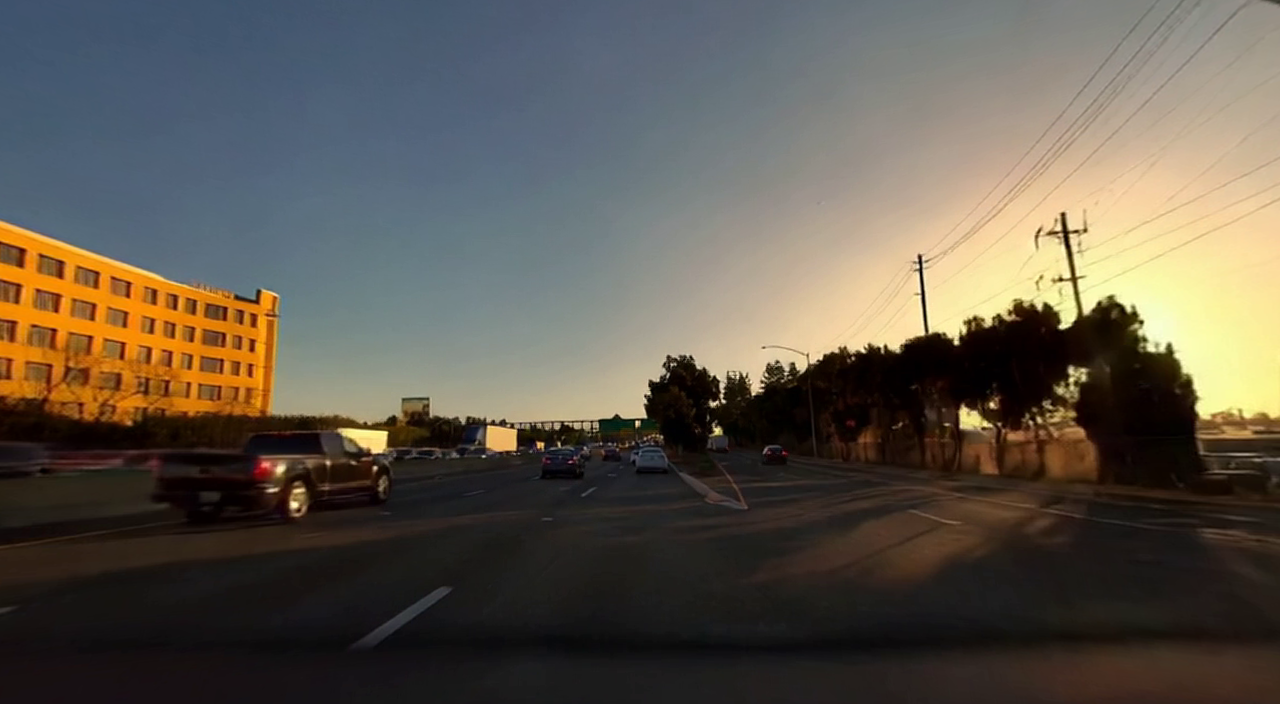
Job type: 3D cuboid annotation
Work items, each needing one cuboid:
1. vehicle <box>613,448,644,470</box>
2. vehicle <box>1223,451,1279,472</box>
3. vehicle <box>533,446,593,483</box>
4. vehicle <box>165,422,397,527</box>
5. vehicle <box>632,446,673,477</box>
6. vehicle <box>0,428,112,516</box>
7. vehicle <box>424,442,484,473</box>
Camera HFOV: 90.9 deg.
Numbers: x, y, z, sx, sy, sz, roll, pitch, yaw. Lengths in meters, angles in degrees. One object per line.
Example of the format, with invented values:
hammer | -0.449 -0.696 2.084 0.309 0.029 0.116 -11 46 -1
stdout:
vehicle | -0.823 8.094 47.938 2.034 1.466 4.363 -1 -8 3
vehicle | 44.399 7.832 45.040 3.496 1.398 1.873 -1 -9 1
vehicle | -3.400 5.049 28.741 2.059 1.508 4.662 -1 -8 2
vehicle | -7.335 2.524 13.678 2.106 1.827 4.814 -1 -8 1
vehicle | 0.660 5.952 34.518 2.107 1.538 3.999 -1 -8 1
vehicle | -12.568 2.160 11.290 2.037 1.574 4.757 -1 -8 1
vehicle | -12.739 7.238 43.622 2.283 1.915 5.774 -1 -8 2
